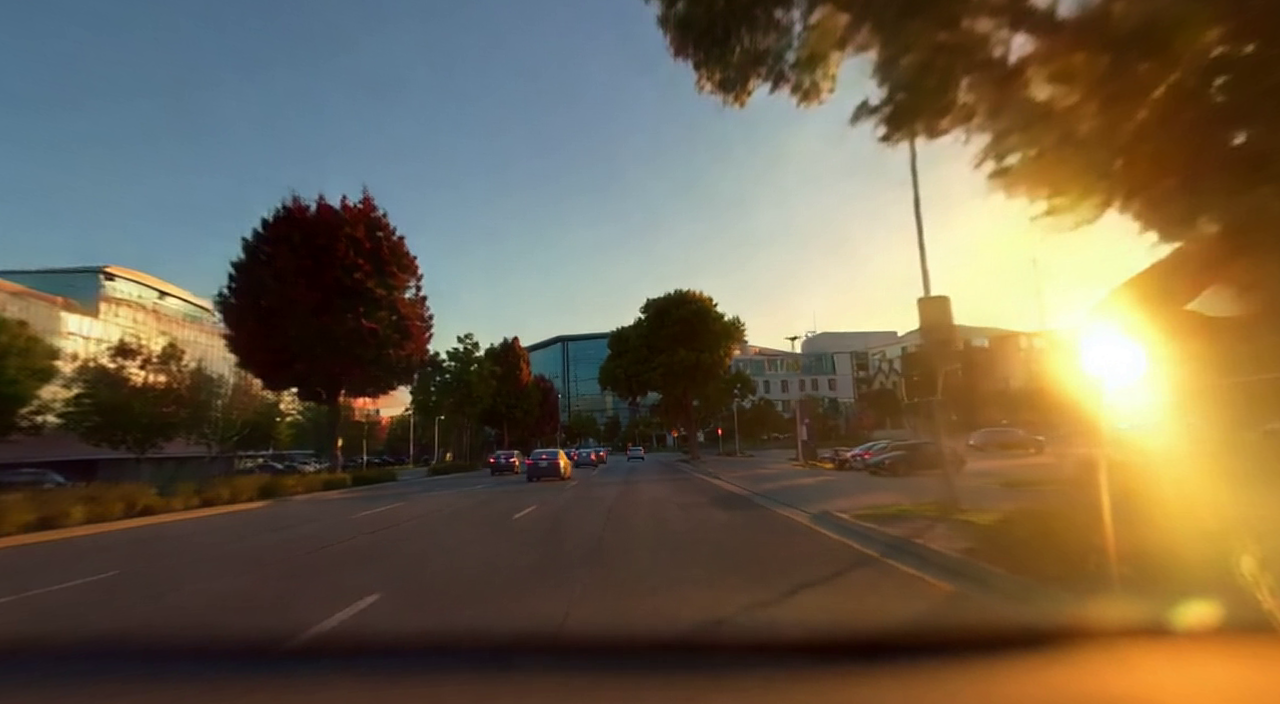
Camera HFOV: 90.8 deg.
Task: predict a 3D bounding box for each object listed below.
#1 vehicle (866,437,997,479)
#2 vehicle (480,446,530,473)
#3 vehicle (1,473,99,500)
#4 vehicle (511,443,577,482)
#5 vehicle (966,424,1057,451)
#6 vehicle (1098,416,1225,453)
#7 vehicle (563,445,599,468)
[{"bbox_3d":[12.991,4.740,28.395,4.790,1.439,2.034,-5,-8,1],"label":"vehicle"},{"bbox_3d":[-8.169,6.501,38.596,1.976,1.497,4.709,0,-8,1],"label":"vehicle"},{"bbox_3d":[-37.075,8.460,39.781,4.232,1.578,1.759,1,-9,-2],"label":"vehicle"},{"bbox_3d":[-3.962,4.636,26.969,2.011,1.483,4.596,0,-8,1],"label":"vehicle"},{"bbox_3d":[25.480,5.894,43.452,4.939,1.818,1.989,1,-8,-1],"label":"vehicle"},{"bbox_3d":[25.121,4.013,30.563,4.154,1.662,2.113,-1,-8,1],"label":"vehicle"},{"bbox_3d":[-3.900,6.958,42.244,1.971,1.414,4.317,0,-8,1],"label":"vehicle"}]
